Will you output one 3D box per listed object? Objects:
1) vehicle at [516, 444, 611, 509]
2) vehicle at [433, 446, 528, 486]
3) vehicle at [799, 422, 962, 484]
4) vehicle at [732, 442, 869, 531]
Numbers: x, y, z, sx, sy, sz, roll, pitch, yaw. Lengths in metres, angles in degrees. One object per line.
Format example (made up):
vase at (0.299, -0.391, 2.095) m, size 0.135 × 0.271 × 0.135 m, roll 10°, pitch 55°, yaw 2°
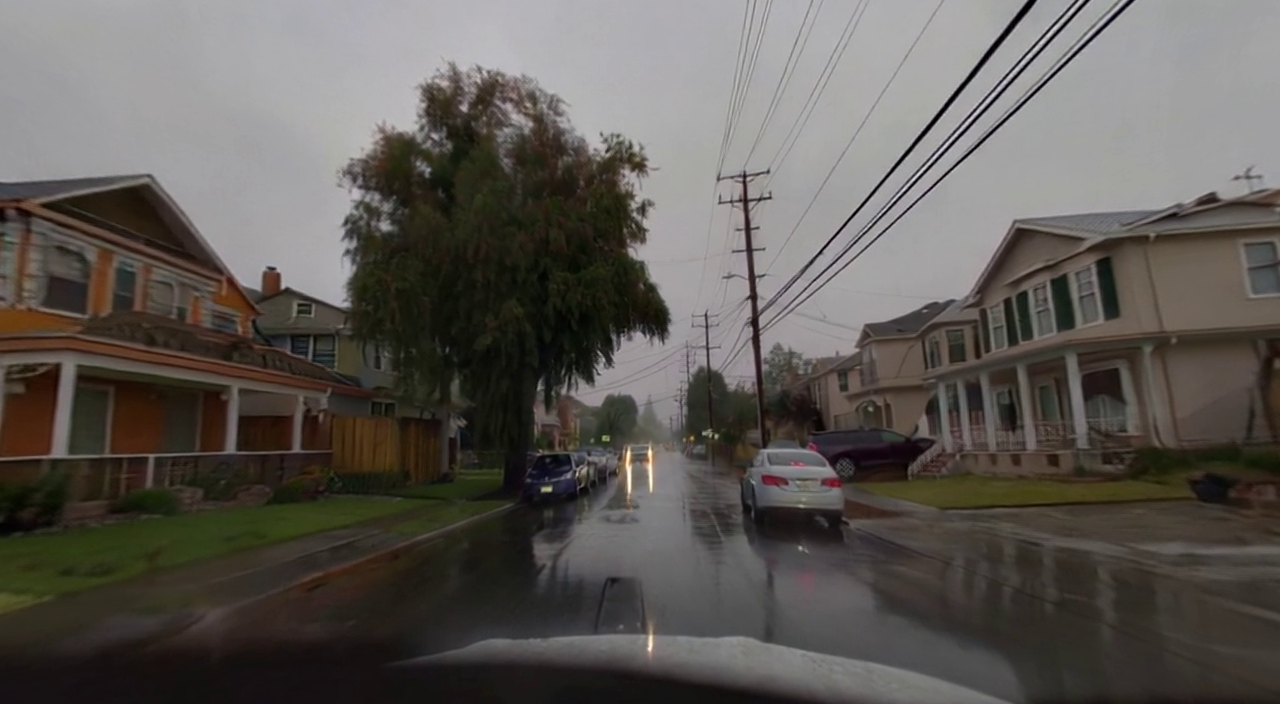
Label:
vehicle at (-2.439, 4.126, 21.534) m, size 2.204 × 1.655 × 4.813 m, roll -8°, pitch -9°, yaw 2°
vehicle at (-7.875, 5.639, 31.477) m, size 4.088 × 1.779 × 2.109 m, roll 0°, pitch -7°, yaw 5°
vehicle at (8.974, 3.806, 23.984) m, size 5.274 × 2.170 × 2.205 m, roll 0°, pitch -8°, yaw 0°
vehicle at (3.410, 2.905, 14.440) m, size 2.043 × 1.631 × 4.613 m, roll 0°, pitch -8°, yaw 2°
